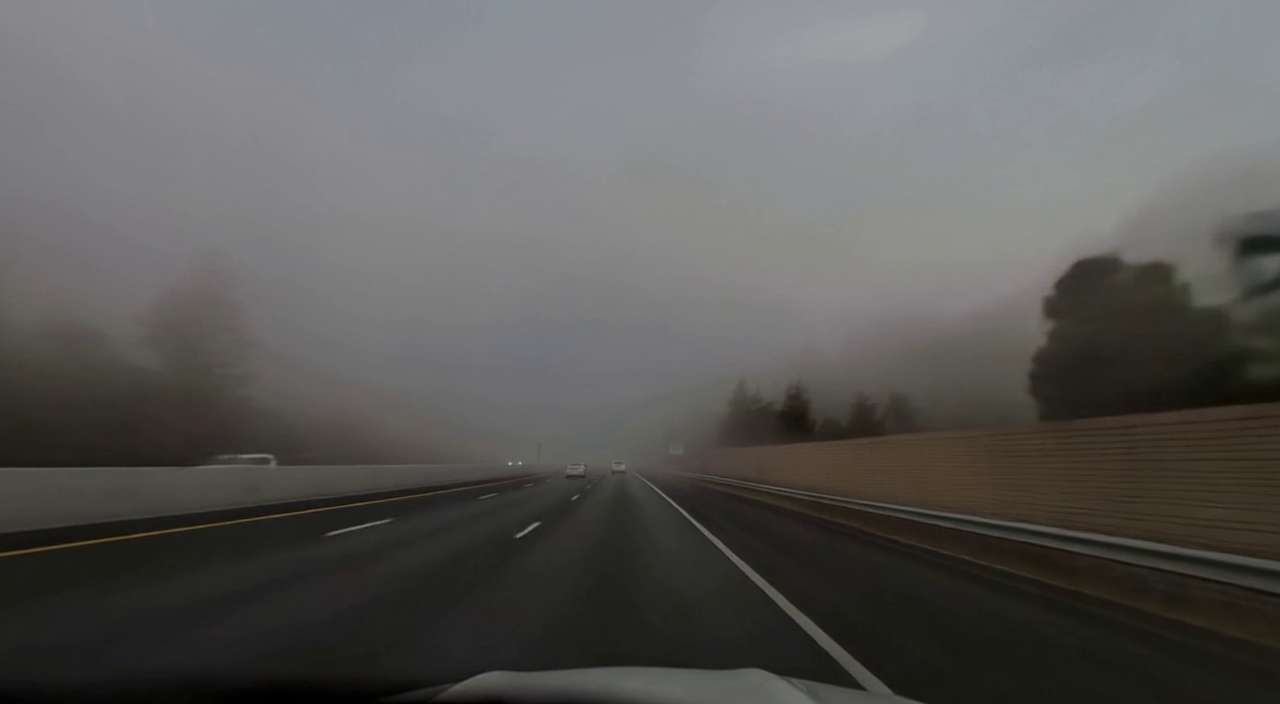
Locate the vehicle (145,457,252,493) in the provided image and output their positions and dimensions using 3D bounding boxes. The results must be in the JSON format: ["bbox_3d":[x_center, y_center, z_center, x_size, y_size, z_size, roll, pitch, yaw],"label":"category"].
[{"bbox_3d":[-19.796,5.556,28.493,1.813,1.450,4.096,1,-11,0],"label":"vehicle"}]

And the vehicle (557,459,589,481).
[{"bbox_3d":[-5.096,9.086,48.482,2.039,1.605,4.365,1,-11,0],"label":"vehicle"}]
